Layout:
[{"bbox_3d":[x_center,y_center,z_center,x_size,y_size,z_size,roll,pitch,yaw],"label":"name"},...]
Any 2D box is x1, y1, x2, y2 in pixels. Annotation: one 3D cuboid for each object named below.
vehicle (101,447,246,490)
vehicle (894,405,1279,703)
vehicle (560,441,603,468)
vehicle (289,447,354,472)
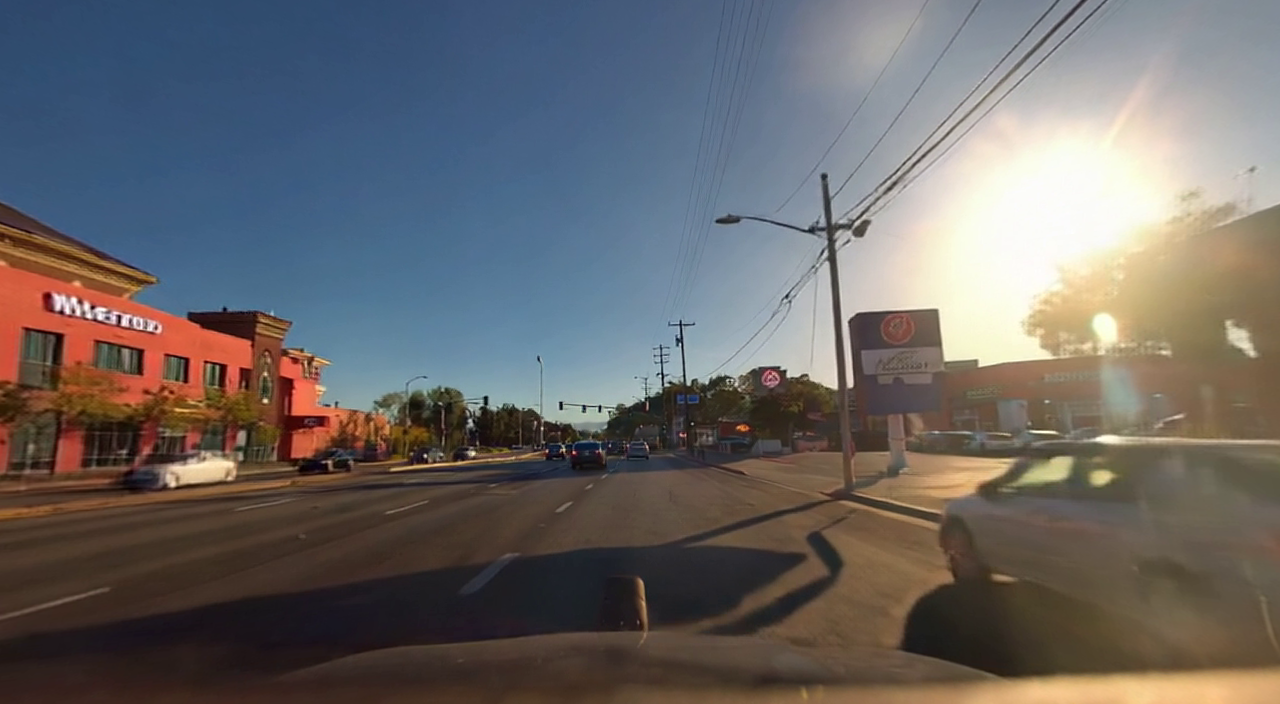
[{"bbox_3d":[-18.270,4.555,25.101,2.151,1.495,4.703,0,-9,0],"label":"vehicle"},{"bbox_3d":[4.006,1.287,4.875,2.085,1.479,4.633,0,-9,-1],"label":"vehicle"},{"bbox_3d":[-3.429,6.130,37.845,2.179,1.490,4.742,0,-9,0],"label":"vehicle"},{"bbox_3d":[-20.548,6.953,40.963,1.818,1.488,4.344,-1,-9,3],"label":"vehicle"}]
